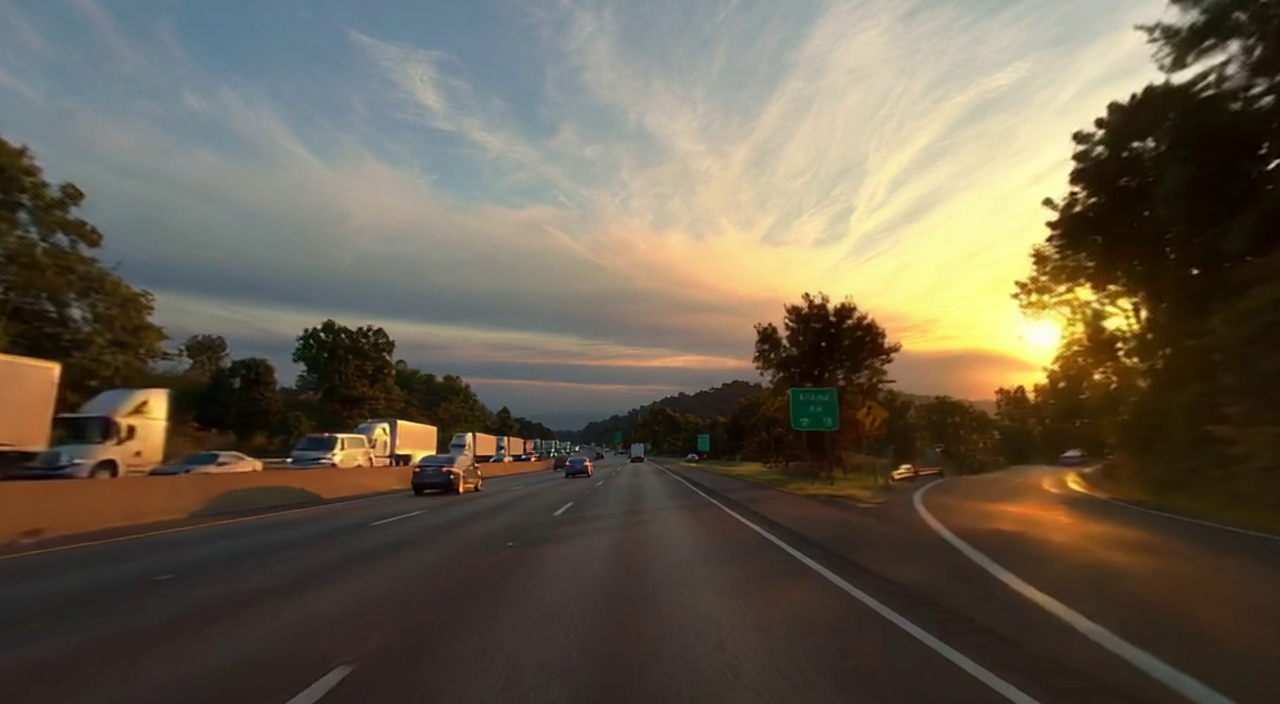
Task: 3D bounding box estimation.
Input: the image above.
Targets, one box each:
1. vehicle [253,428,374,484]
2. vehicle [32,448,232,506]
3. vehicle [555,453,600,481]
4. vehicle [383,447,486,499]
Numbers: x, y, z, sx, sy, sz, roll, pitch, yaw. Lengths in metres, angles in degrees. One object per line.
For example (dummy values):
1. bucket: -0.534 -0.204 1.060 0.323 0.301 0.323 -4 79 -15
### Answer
1. vehicle: -15.258 4.926 30.045 2.527 2.391 5.963 0 -9 0
2. vehicle: -14.459 3.550 18.402 1.905 1.461 4.736 0 -9 0
3. vehicle: -3.433 6.450 35.525 2.076 1.453 4.094 0 -9 1
4. vehicle: -7.283 4.321 22.939 2.122 1.685 4.714 0 -9 0
